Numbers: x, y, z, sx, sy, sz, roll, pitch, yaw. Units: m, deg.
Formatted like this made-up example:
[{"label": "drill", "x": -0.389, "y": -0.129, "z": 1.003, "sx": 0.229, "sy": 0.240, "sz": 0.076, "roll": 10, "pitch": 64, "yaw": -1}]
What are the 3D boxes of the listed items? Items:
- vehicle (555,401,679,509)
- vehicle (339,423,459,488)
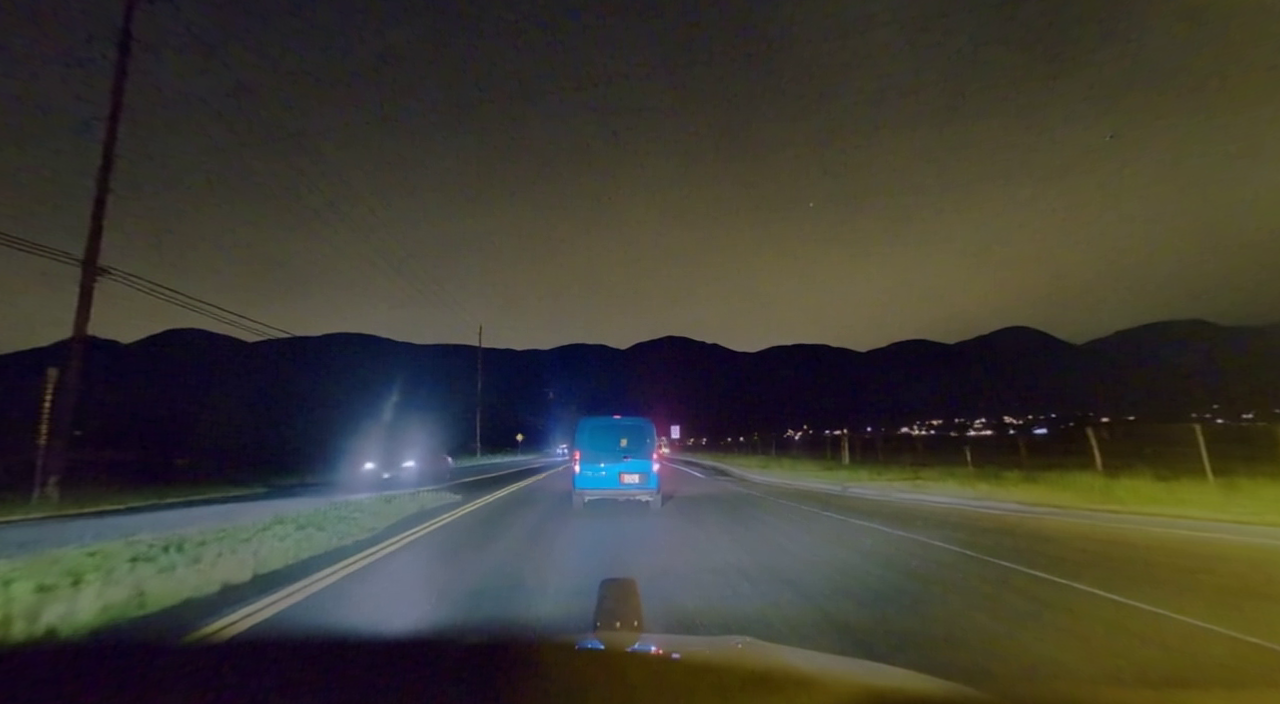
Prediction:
[{"label": "vehicle", "x": -0.569, "y": 2.393, "z": 14.888, "sx": 2.454, "sy": 2.144, "sz": 4.535, "roll": 0, "pitch": -8, "yaw": -3}, {"label": "vehicle", "x": -9.380, "y": 4.089, "z": 25.241, "sx": 2.260, "sy": 2.264, "sz": 5.982, "roll": 0, "pitch": -8, "yaw": 2}]
